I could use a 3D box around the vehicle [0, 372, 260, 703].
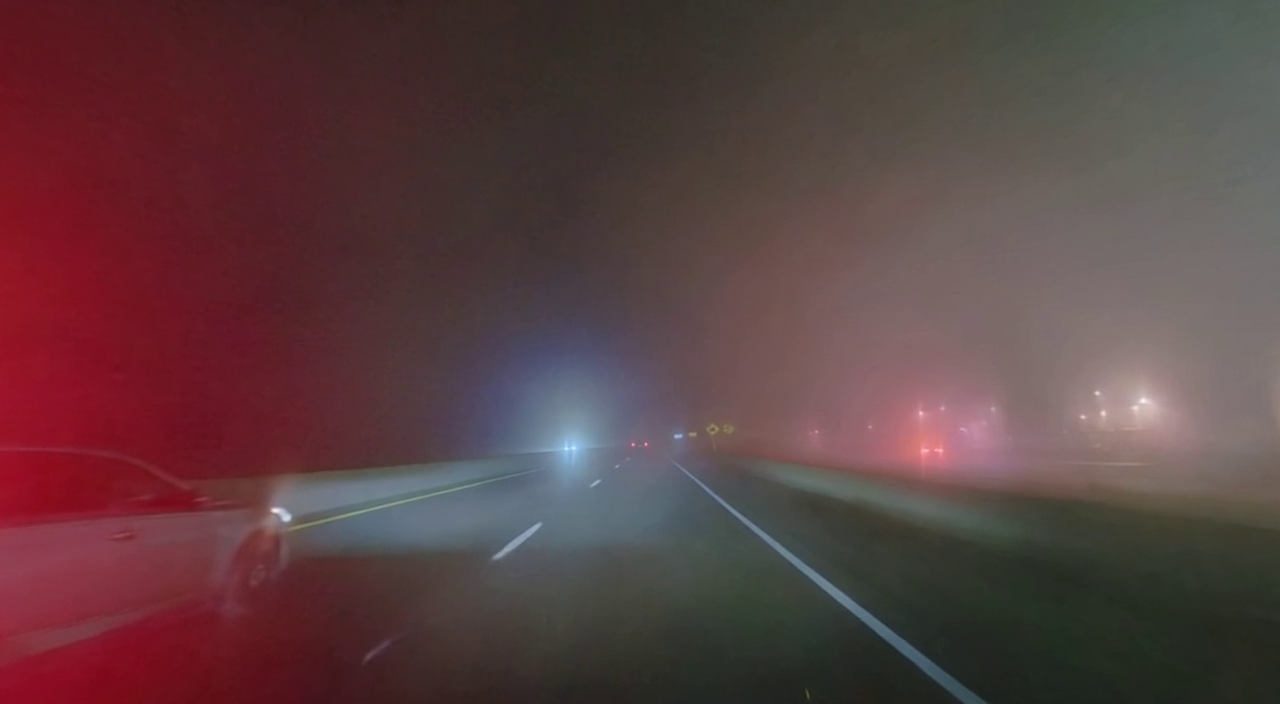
[{"bbox_3d":[-3.867,0.829,2.134,2.122,1.632,4.690,0,-8,1],"label":"vehicle"}]
